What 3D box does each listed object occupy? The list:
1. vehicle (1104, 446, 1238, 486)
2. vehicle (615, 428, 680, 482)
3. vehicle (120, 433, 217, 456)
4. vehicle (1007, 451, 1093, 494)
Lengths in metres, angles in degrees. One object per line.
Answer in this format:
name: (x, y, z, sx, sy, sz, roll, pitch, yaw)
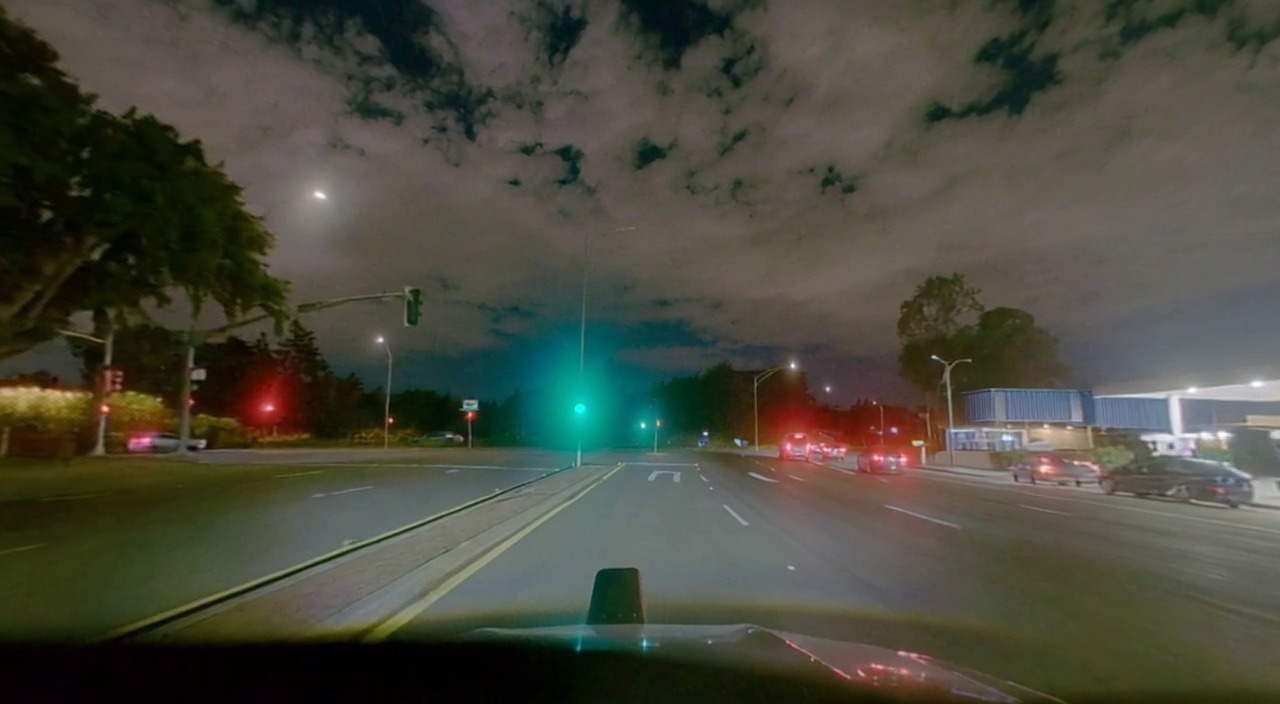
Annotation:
vehicle: (23.080, 4.934, 27.543, 4.331, 1.604, 1.858, 1, -9, -7)
vehicle: (0.249, 3.547, 21.969, 2.055, 1.655, 4.204, 0, -9, 1)
vehicle: (-31.258, 6.169, 42.039, 4.749, 1.463, 1.871, 1, -9, -11)
vehicle: (15.892, 4.615, 24.734, 2.099, 1.464, 4.615, -4, -9, 25)
